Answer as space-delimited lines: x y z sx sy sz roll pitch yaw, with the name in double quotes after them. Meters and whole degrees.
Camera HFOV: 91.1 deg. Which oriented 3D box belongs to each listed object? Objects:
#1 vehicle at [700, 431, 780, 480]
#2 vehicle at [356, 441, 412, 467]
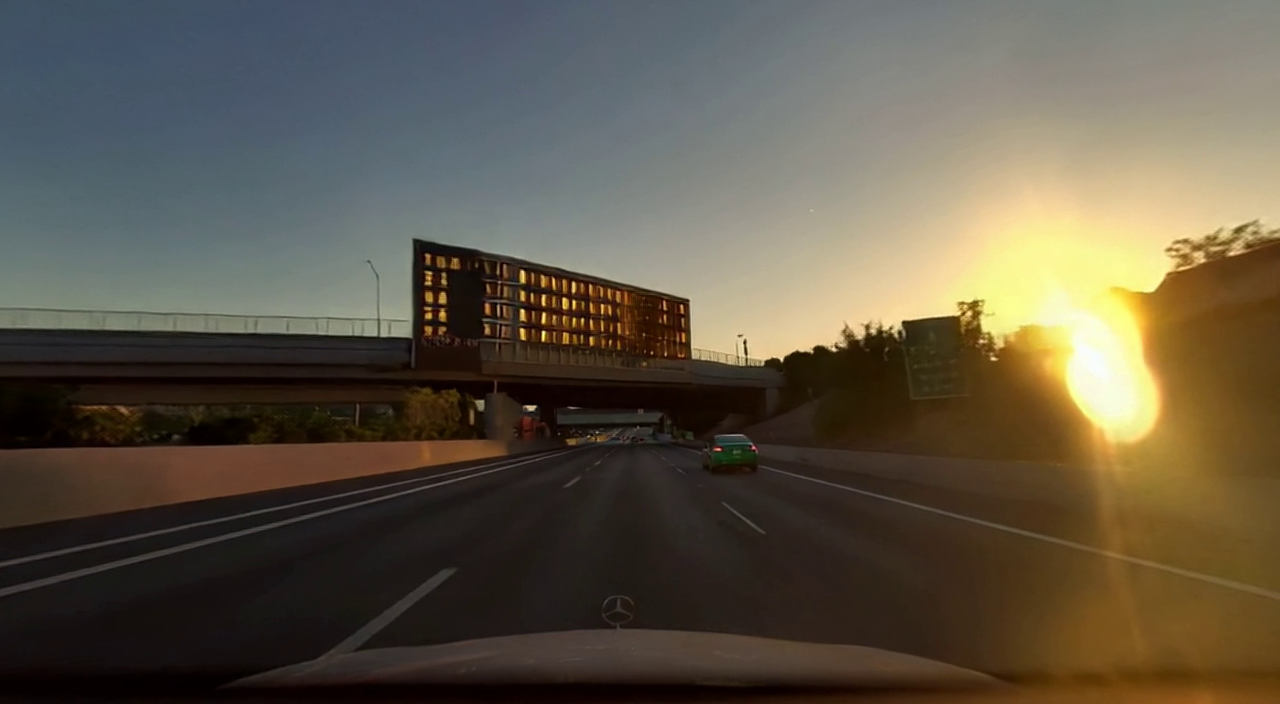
3.269 3.457 21.383 1.946 1.481 3.969 0 -8 -2 "vehicle"
-16.523 6.570 40.806 1.849 1.531 4.450 0 -8 0 "vehicle"
